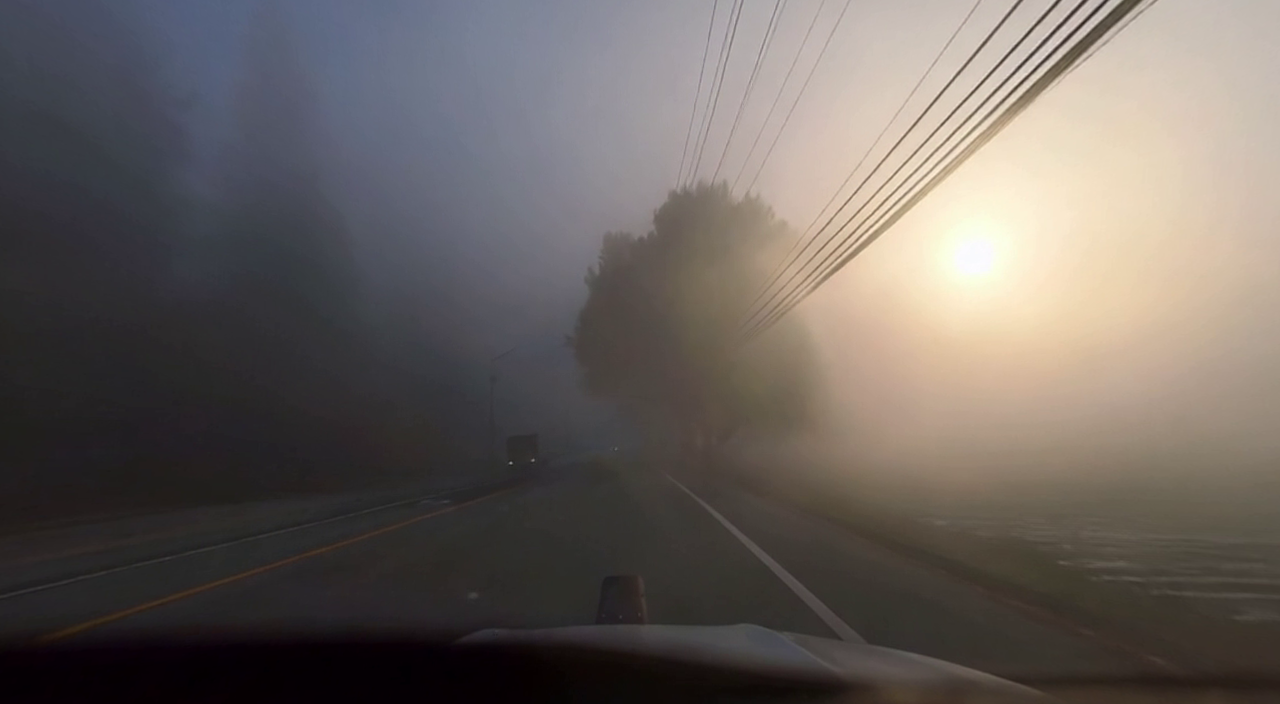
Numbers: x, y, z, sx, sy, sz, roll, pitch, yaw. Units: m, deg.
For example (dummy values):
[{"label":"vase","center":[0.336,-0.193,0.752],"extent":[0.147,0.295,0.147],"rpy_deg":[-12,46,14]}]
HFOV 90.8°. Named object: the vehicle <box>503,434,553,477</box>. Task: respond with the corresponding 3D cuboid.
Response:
[{"label":"vehicle","center":[-7.857,7.249,44.897],"extent":[2.351,2.696,6.106],"rpy_deg":[-2,-7,1]}]
